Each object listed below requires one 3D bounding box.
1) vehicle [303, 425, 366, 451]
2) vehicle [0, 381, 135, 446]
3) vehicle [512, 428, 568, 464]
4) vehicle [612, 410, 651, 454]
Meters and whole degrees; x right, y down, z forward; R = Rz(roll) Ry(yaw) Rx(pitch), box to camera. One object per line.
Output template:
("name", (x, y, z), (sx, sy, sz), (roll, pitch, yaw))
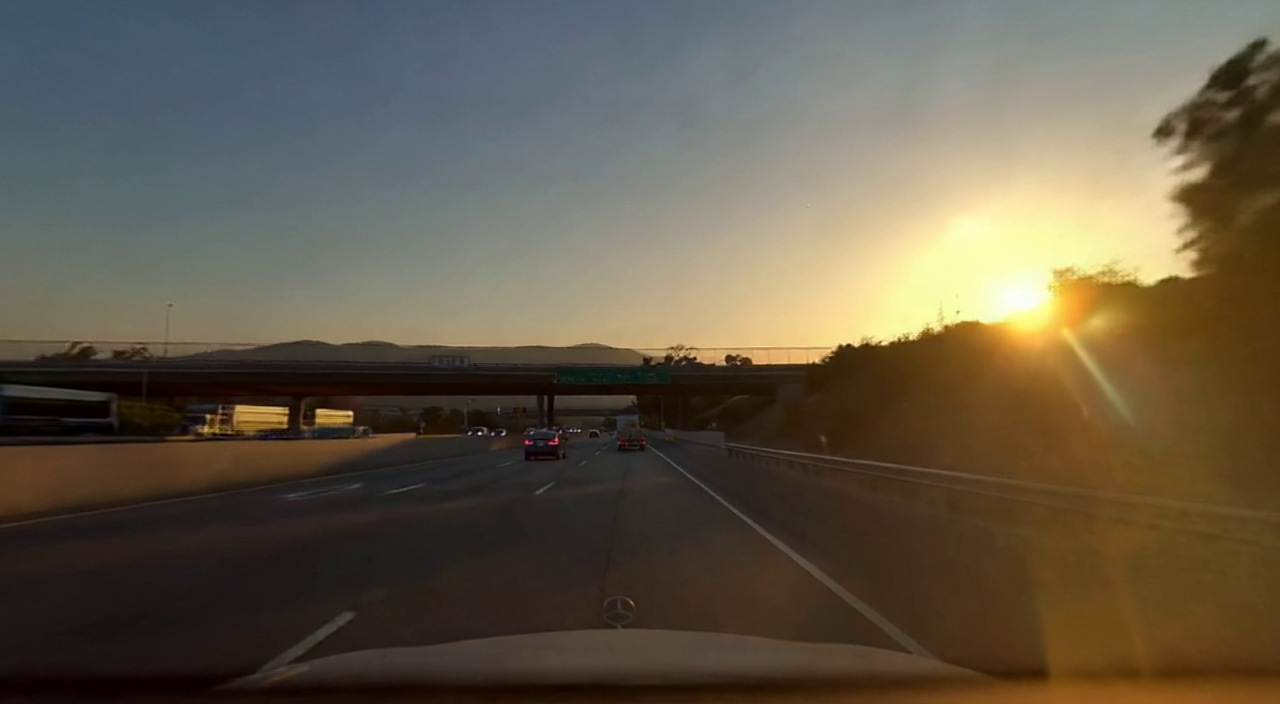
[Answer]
("vehicle", (-19.134, 5.418, 39.619), (1.823, 1.492, 4.154), (0, -8, 1))
("vehicle", (-41.738, 4.339, 43.059), (2.900, 4.061, 14.421), (1, -8, -3))
("vehicle", (-4.555, 4.345, 29.189), (1.932, 1.544, 3.864), (0, -8, 0))
("vehicle", (-0.615, 5.423, 42.333), (2.418, 2.704, 6.445), (0, -8, -2))
